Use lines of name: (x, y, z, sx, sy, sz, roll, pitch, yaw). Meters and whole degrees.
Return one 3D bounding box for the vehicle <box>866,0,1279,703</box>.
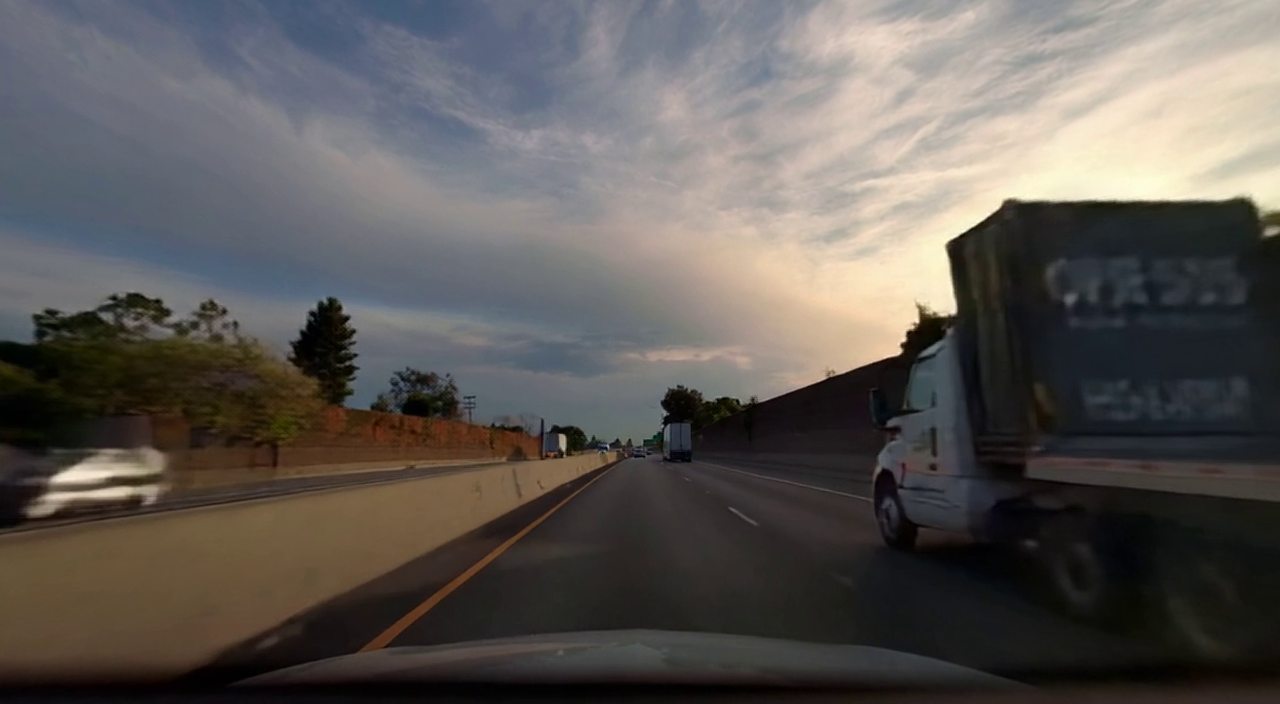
vehicle: (4.054, -0.045, 3.614, 2.989, 3.896, 6.129, 0, -9, -1)
